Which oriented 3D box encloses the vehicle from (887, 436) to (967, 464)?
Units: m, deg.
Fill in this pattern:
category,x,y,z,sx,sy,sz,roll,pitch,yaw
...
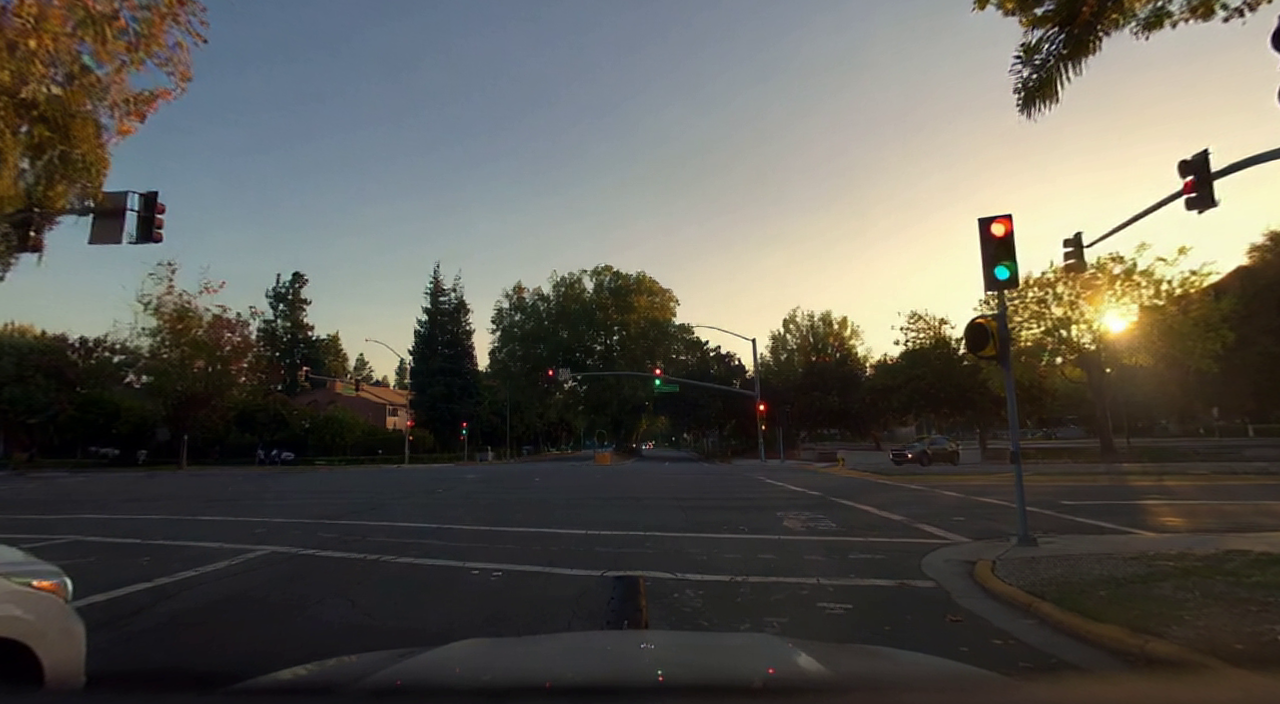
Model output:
category,x,y,z,sx,sy,sz,roll,pitch,yaw
vehicle,16.118,5.512,35.577,3.952,1.468,1.768,-4,-9,22
